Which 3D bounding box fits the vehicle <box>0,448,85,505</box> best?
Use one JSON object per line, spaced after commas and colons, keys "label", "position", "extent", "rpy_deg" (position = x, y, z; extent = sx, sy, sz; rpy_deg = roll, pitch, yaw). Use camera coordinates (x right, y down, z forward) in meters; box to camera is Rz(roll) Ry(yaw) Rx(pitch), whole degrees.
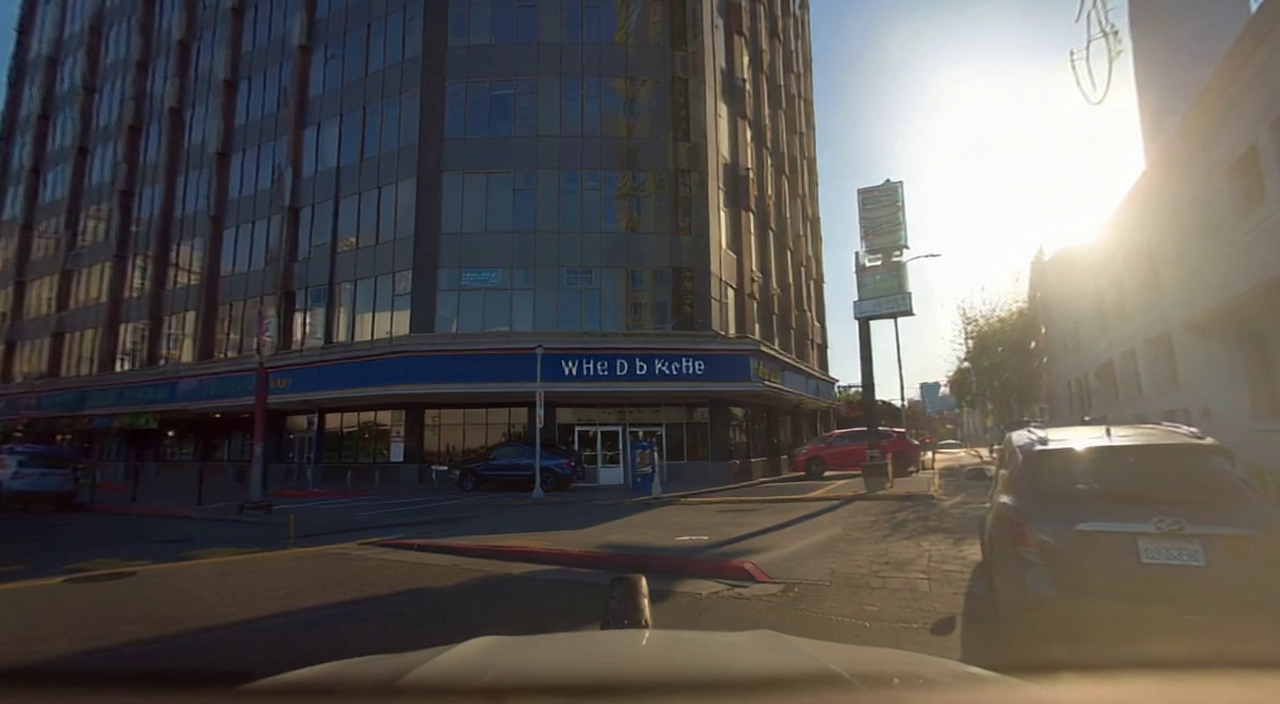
{"label": "vehicle", "position": [-23.938, 4.803, 24.714], "extent": [4.748, 2.013, 2.150], "rpy_deg": [-7, -11, 36]}

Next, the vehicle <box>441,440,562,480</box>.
{"label": "vehicle", "position": [-6.028, 4.706, 27.598], "extent": [4.814, 1.618, 1.869], "rpy_deg": [-2, -9, 15]}

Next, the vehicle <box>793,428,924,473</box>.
{"label": "vehicle", "position": [8.925, 4.034, 25.834], "extent": [4.706, 1.663, 1.993], "rpy_deg": [-5, -10, 29]}
